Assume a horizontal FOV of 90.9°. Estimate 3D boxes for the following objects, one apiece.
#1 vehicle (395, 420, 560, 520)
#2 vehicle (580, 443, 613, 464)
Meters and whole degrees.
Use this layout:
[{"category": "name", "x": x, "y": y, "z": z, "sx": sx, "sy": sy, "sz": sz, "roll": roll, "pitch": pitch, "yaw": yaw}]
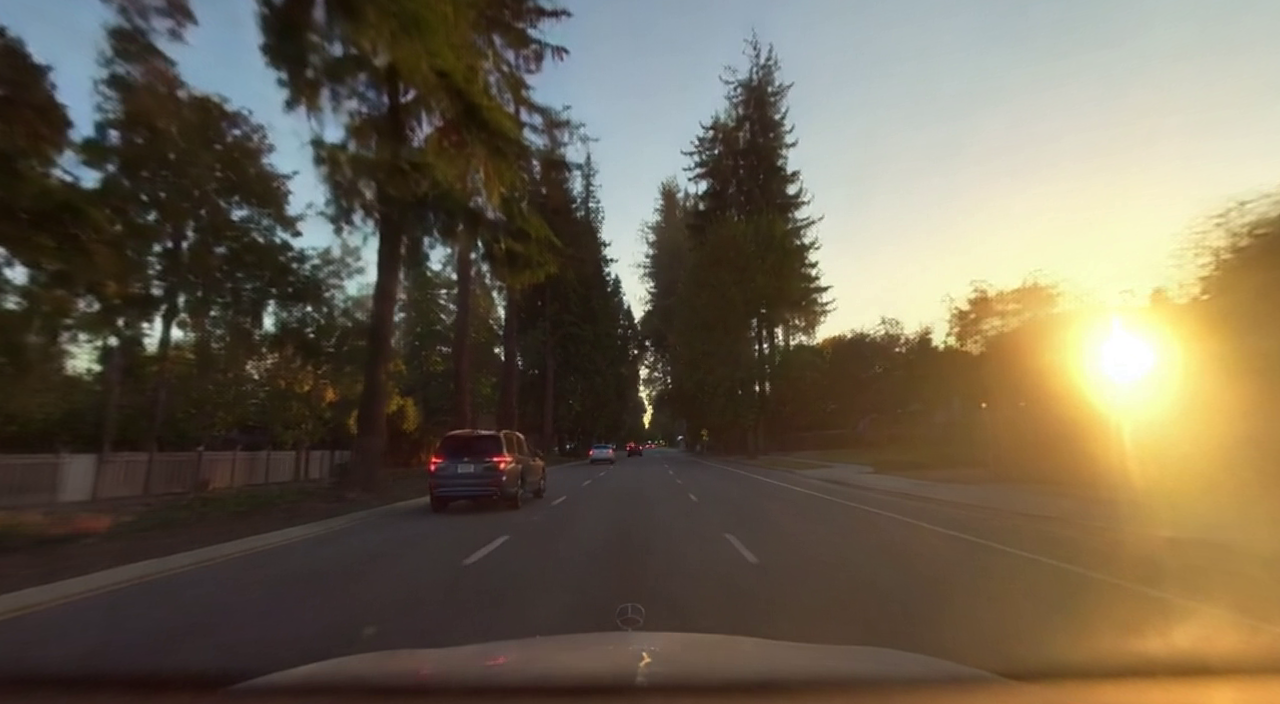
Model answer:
[{"category": "vehicle", "x": -3.035, "y": 2.350, "z": 13.031, "sx": 2.058, "sy": 1.671, "sz": 4.704, "roll": 0, "pitch": -9, "yaw": 1}, {"category": "vehicle", "x": -3.091, "y": 7.347, "z": 45.672, "sx": 2.021, "sy": 1.466, "sz": 4.330, "roll": 0, "pitch": -9, "yaw": 1}]
